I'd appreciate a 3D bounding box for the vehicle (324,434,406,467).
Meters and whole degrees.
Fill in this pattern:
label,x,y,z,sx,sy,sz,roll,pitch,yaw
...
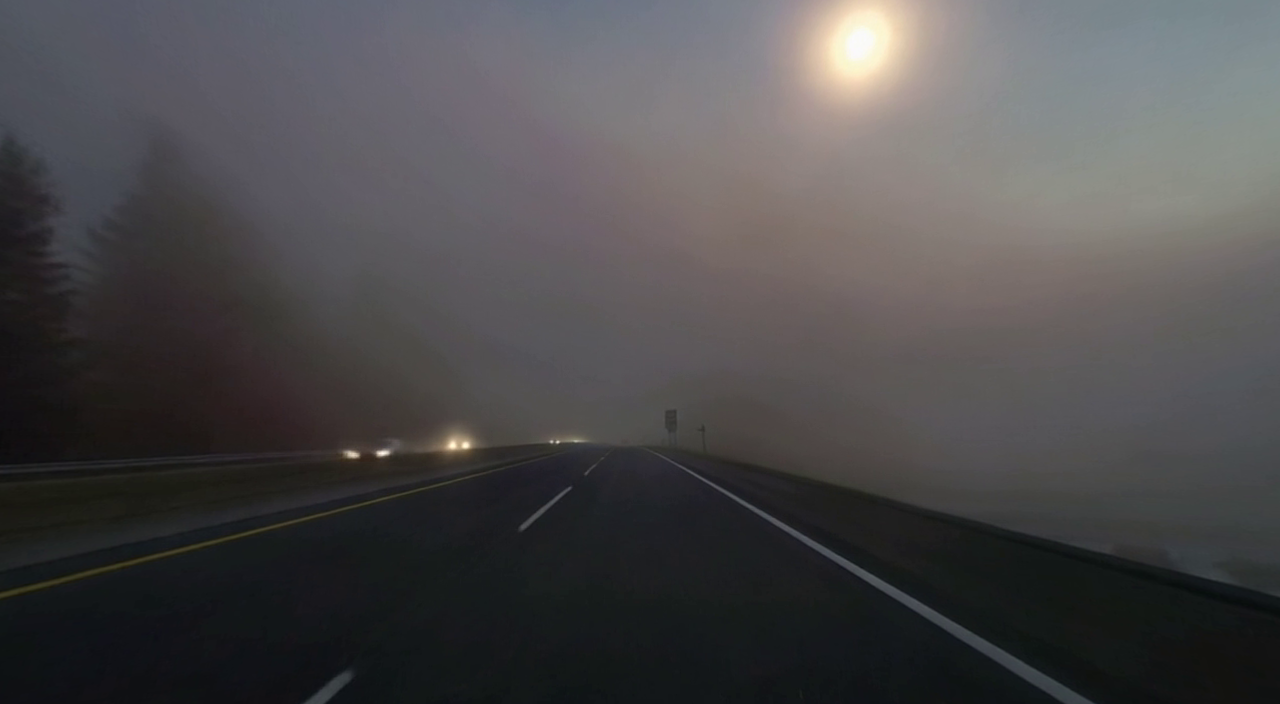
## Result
label,x,y,z,sx,sy,sz,roll,pitch,yaw
vehicle,-13.127,4.696,30.434,1.917,1.457,4.632,0,-8,-1
